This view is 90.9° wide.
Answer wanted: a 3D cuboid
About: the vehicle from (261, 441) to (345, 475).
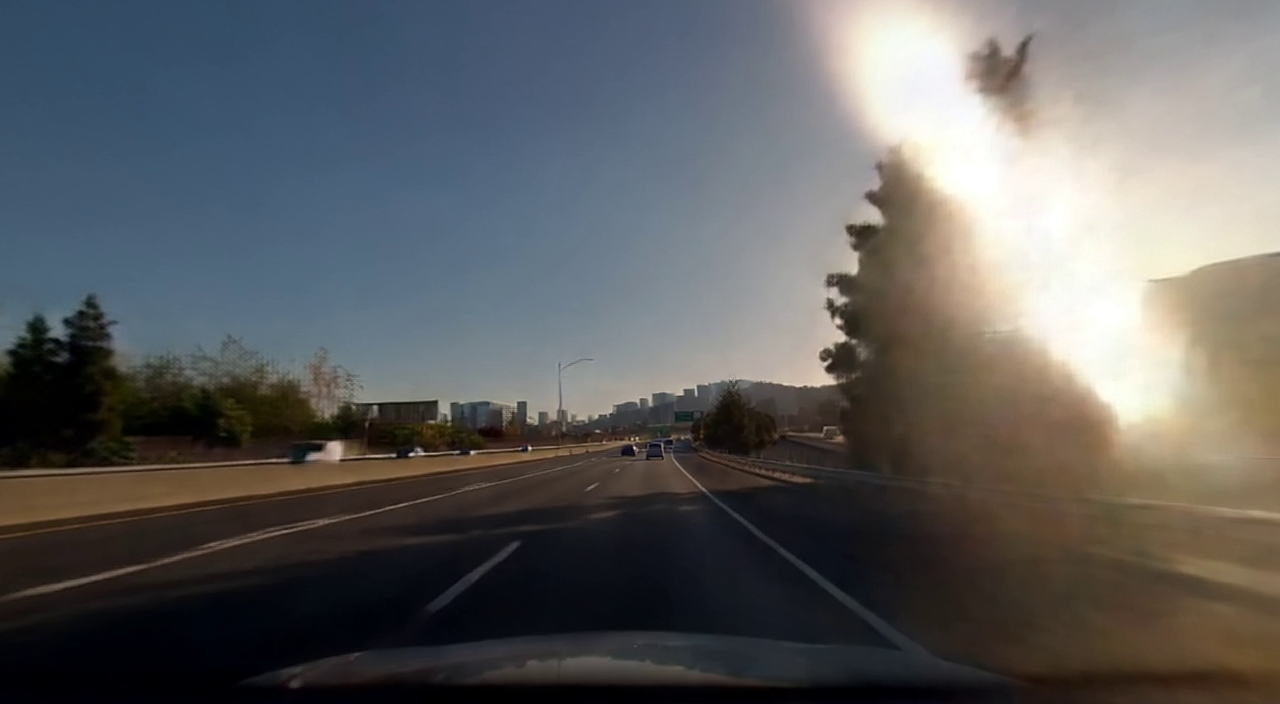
[{"bbox_3d":[-19.960,6.264,37.623,2.146,1.825,5.020,-1,-8,1],"label":"vehicle"}]
